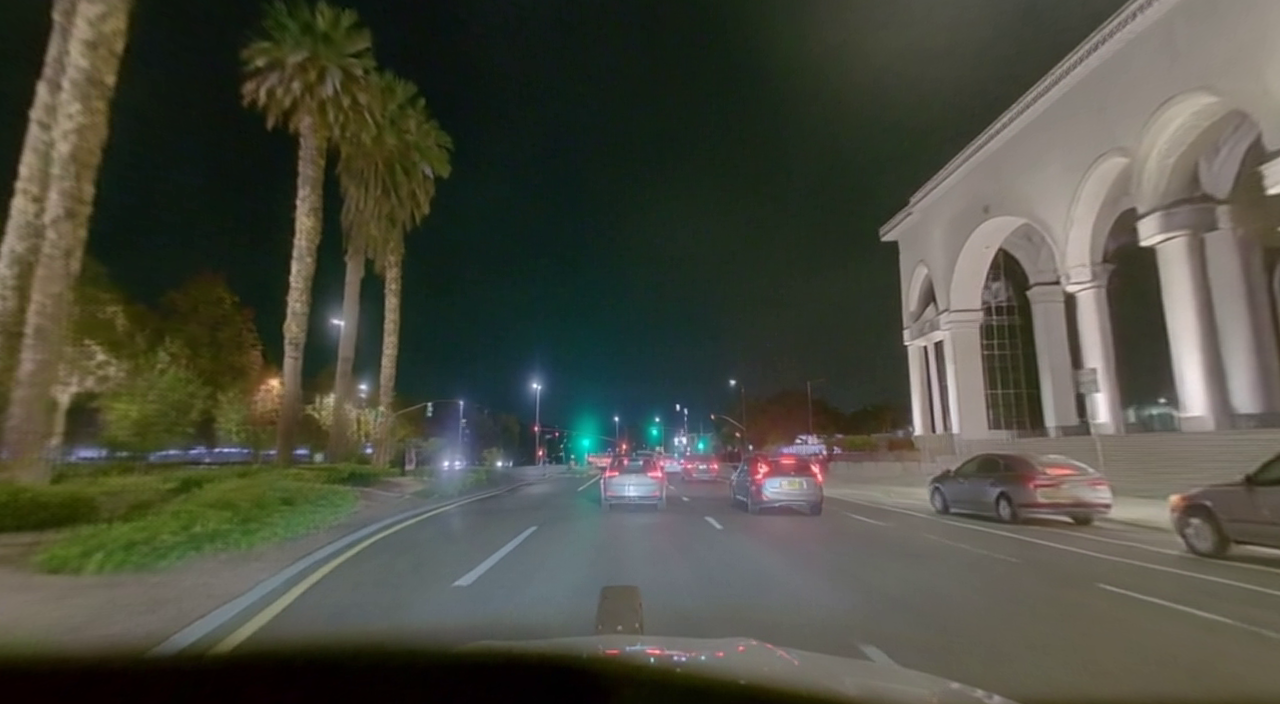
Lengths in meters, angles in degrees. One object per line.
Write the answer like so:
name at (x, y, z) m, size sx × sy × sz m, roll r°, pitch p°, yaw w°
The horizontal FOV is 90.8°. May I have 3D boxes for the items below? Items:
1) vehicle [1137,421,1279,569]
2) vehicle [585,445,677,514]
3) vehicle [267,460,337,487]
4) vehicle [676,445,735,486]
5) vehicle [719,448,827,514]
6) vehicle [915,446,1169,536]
vehicle at (8.531, 1.635, 7.092) m, size 1.994 × 1.715 × 4.777 m, roll 0°, pitch -9°, yaw 0°
vehicle at (-0.227, 3.124, 15.930) m, size 2.050 × 1.521 × 3.747 m, roll 0°, pitch -9°, yaw -1°
vehicle at (-21.001, 7.539, 39.456) m, size 1.935 × 1.479 × 4.453 m, roll 0°, pitch -9°, yaw -1°
vehicle at (3.235, 5.829, 33.021) m, size 2.127 × 1.854 × 7.971 m, roll 0°, pitch -9°, yaw -1°
vehicle at (3.308, 3.282, 16.609) m, size 1.833 × 1.465 × 4.258 m, roll 0°, pitch -9°, yaw -1°
vehicle at (8.166, 2.813, 13.606) m, size 1.970 × 1.559 × 4.911 m, roll 1°, pitch -9°, yaw -5°
